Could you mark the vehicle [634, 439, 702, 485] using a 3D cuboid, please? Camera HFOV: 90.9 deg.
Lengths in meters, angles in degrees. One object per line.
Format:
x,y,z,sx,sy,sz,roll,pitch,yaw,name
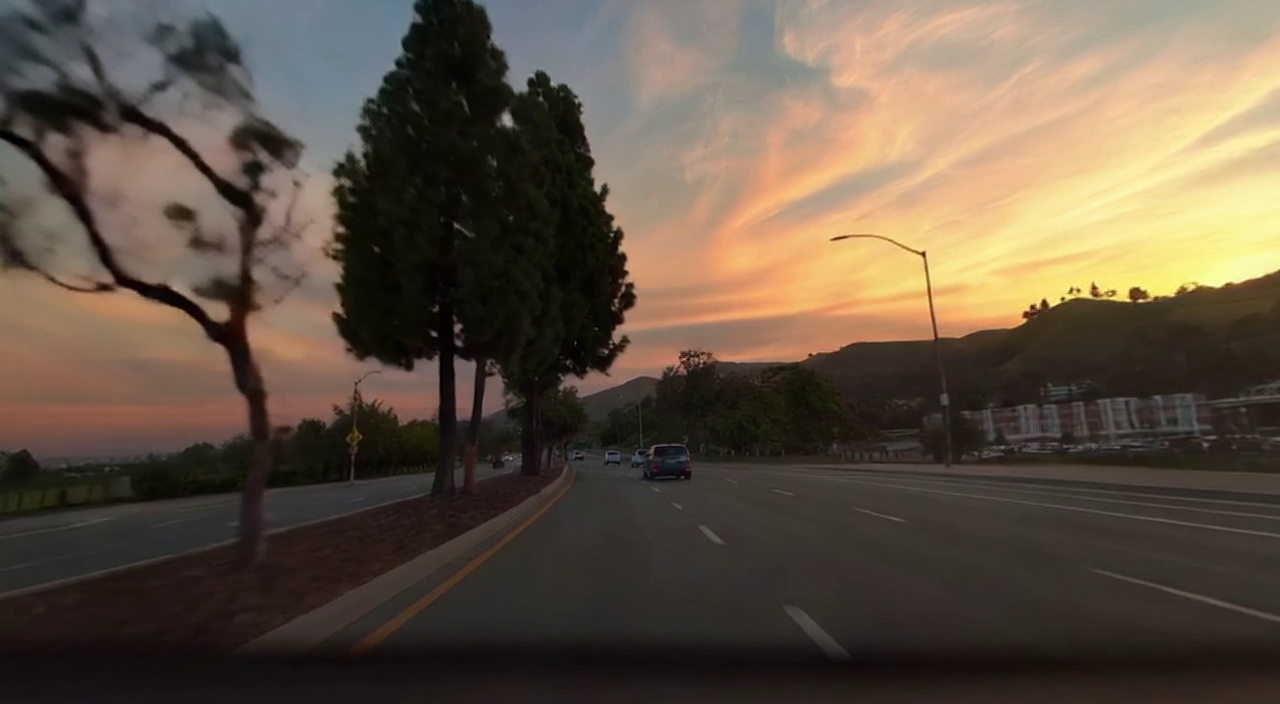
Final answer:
1.081,4.686,27.185,2.253,1.756,4.313,1,-9,-7,vehicle
